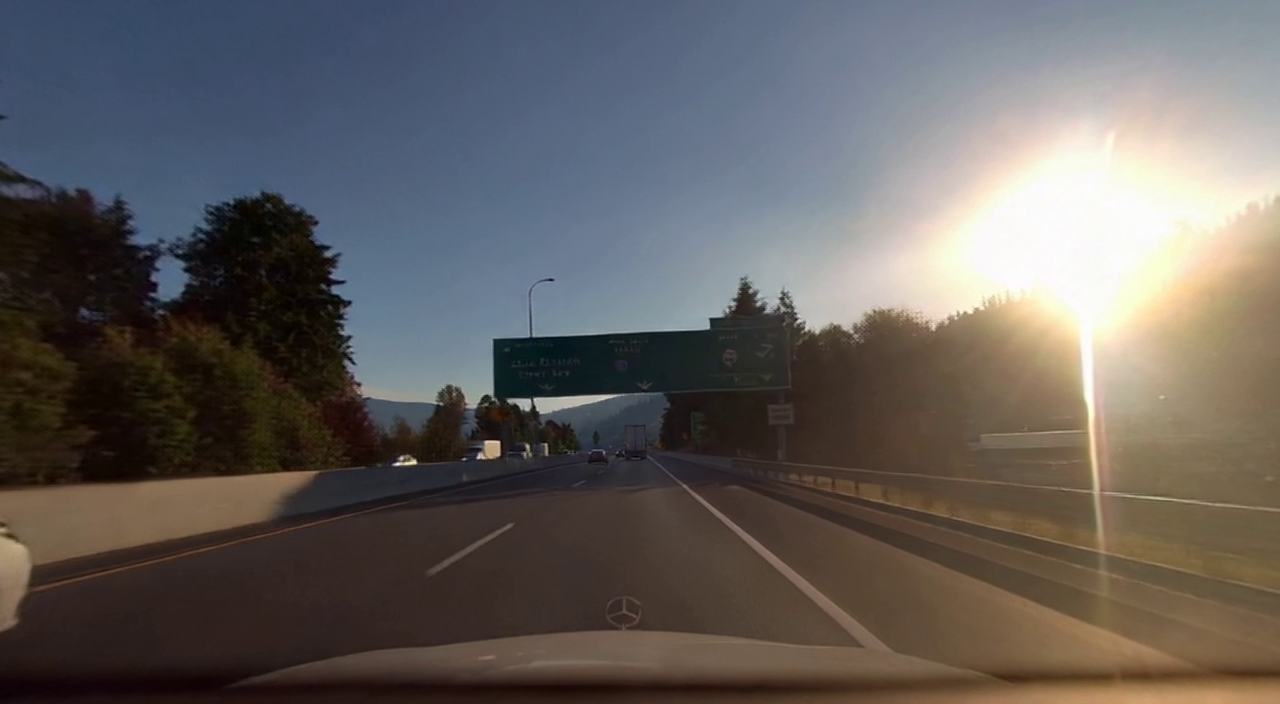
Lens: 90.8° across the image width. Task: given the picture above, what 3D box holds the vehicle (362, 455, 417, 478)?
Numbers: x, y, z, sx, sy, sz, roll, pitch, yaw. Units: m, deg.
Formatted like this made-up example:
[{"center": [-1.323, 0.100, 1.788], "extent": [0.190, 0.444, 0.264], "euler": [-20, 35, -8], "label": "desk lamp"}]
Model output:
[{"center": [-17.033, 7.795, 43.149], "extent": [1.883, 1.473, 4.534], "euler": [0, -9, 0], "label": "vehicle"}]

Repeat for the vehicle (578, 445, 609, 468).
[{"center": [-3.592, 8.183, 49.577], "extent": [2.081, 1.682, 4.425], "euler": [0, -9, 0], "label": "vehicle"}]
